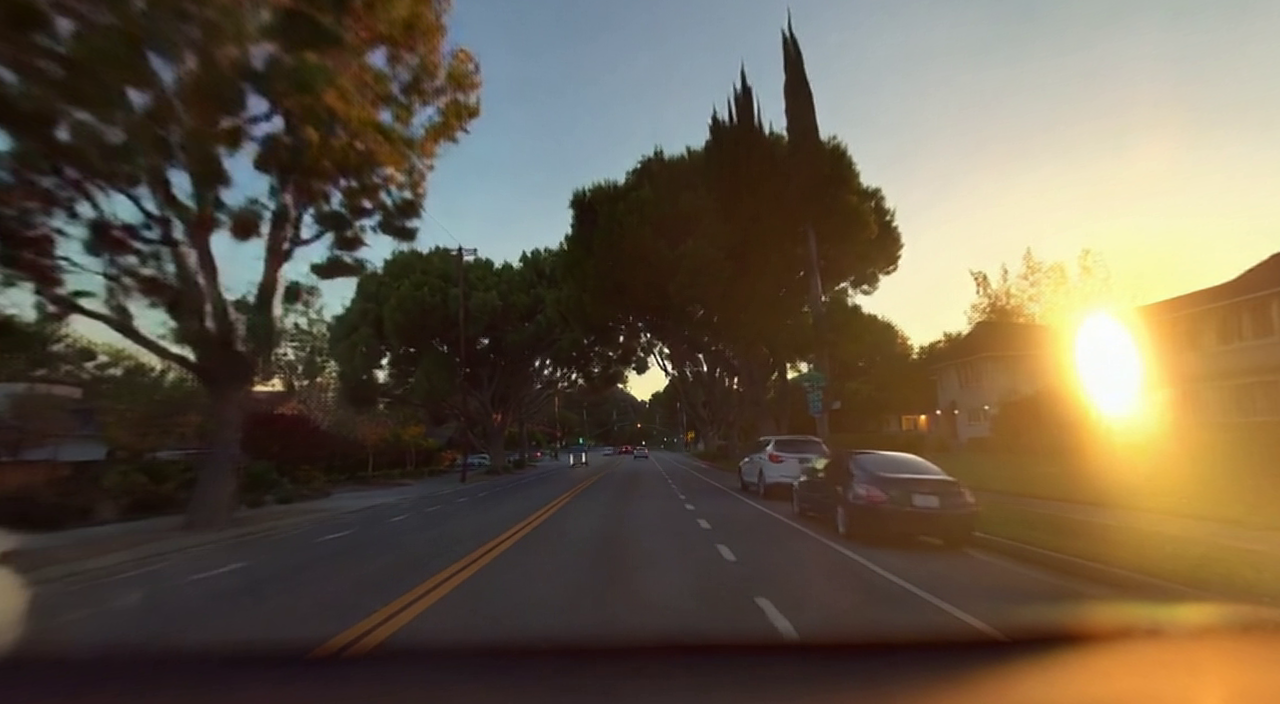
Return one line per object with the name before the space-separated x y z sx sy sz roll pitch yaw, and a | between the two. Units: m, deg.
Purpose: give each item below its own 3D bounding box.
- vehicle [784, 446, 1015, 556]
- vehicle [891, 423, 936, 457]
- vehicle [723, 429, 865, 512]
vehicle | 3.933 2.311 10.642 1.874 1.415 4.683 0 -9 0
vehicle | 17.096 5.537 39.683 2.068 1.963 5.037 -3 -9 19
vehicle | 3.717 2.990 16.454 2.310 1.784 4.993 0 -9 -2
